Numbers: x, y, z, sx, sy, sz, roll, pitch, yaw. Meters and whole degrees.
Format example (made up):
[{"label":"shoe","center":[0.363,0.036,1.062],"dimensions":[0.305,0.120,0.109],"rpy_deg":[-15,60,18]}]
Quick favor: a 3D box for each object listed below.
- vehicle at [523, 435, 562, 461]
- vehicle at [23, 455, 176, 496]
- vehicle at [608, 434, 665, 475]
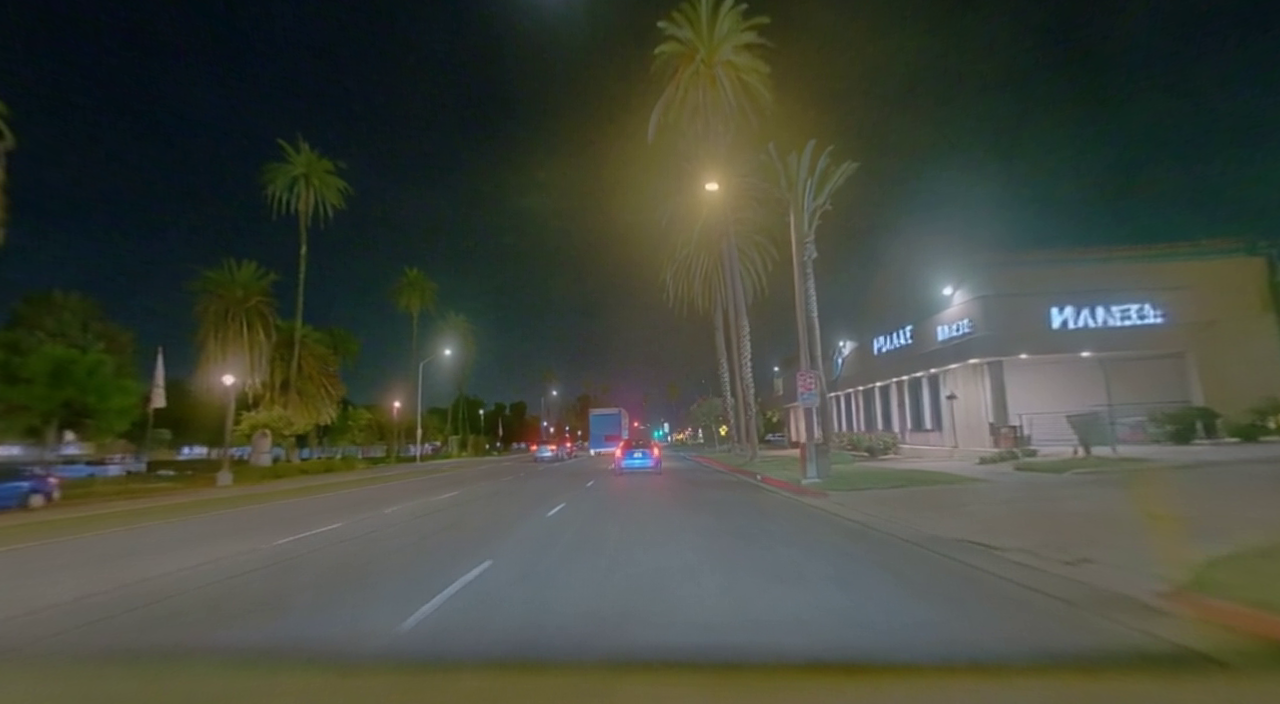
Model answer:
[{"label":"vehicle","center":[-7.113,7.066,46.248],"dimensions":[2.014,1.830,4.281],"rpy_deg":[0,-9,2]},{"label":"vehicle","center":[-21.939,4.998,25.760],"dimensions":[4.320,1.496,2.046],"rpy_deg":[5,-10,-29]},{"label":"vehicle","center":[-0.110,4.178,25.722],"dimensions":[2.144,1.514,4.063],"rpy_deg":[0,-9,1]}]
